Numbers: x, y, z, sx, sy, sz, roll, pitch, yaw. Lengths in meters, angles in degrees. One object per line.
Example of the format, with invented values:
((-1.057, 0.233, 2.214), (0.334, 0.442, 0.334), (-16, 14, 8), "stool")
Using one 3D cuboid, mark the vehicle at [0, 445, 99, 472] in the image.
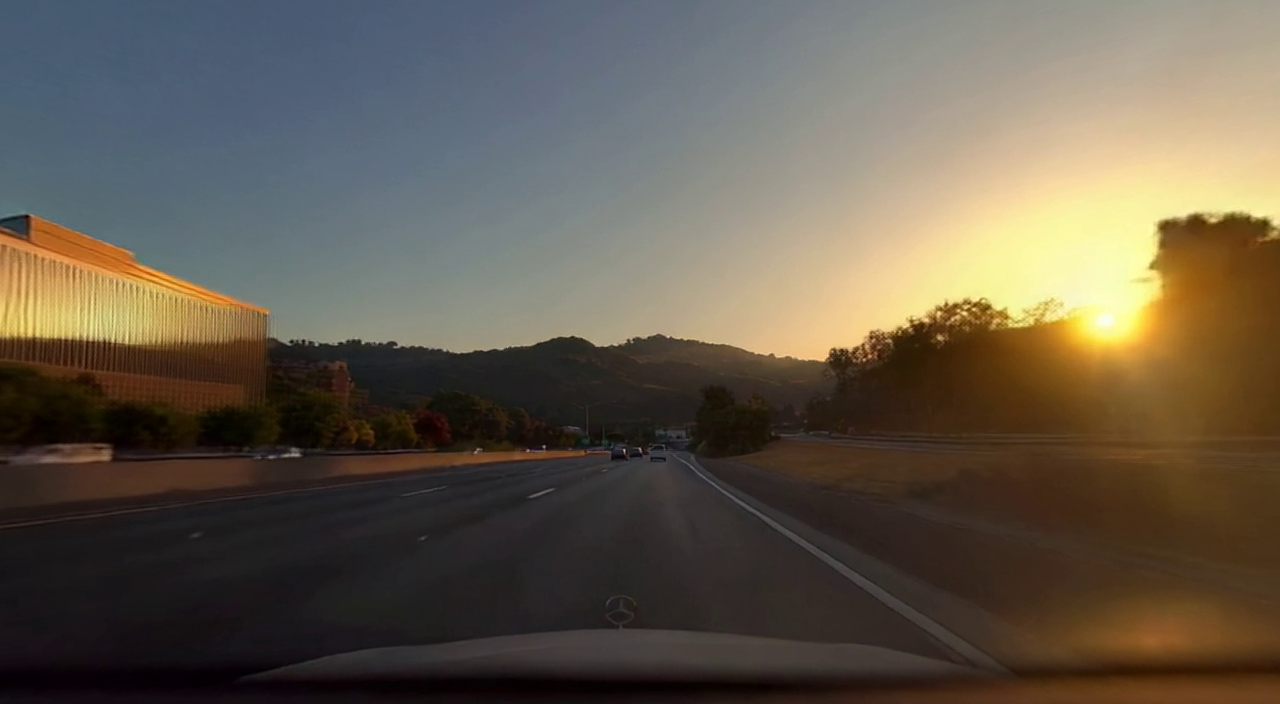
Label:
((-34.997, 6.258, 37.326), (1.827, 1.461, 4.484), (-1, -8, 6), "vehicle")
